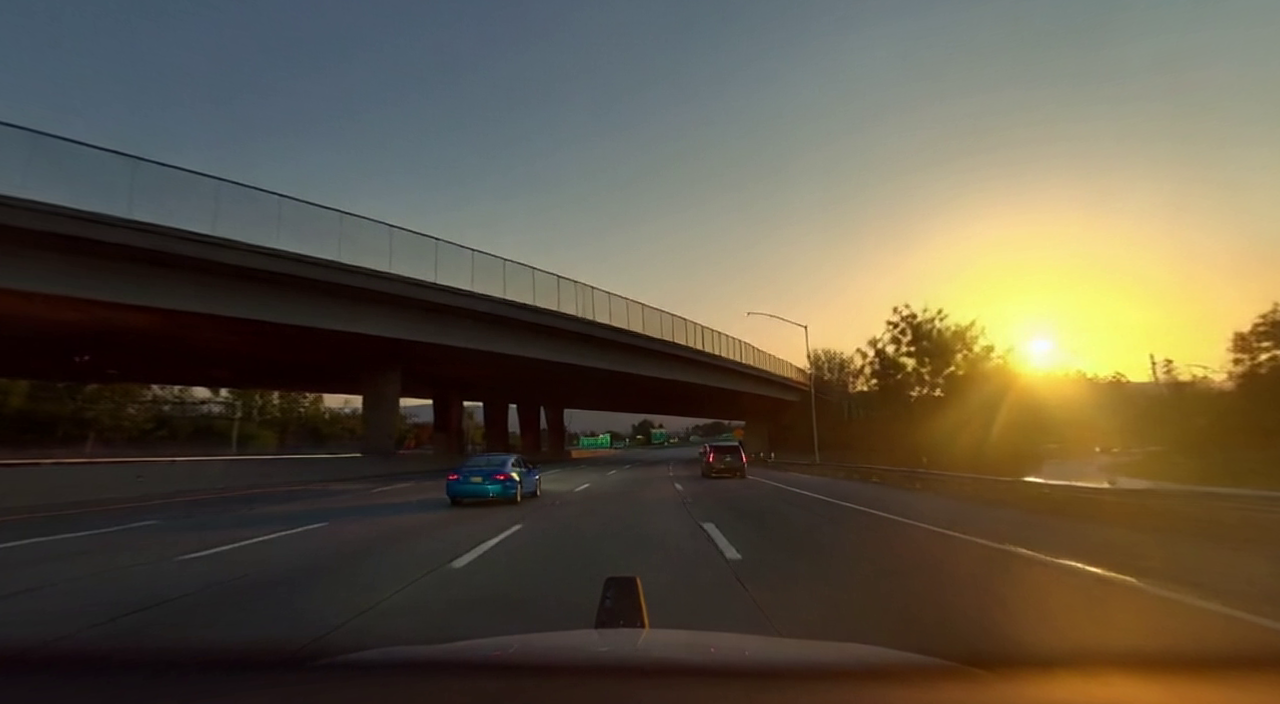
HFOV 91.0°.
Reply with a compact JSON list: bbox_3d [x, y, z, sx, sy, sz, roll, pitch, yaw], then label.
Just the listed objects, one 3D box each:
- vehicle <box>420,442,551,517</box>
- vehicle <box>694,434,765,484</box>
[{"bbox_3d":[-3.457,2.924,15.012,1.937,1.490,4.372,0,-9,1],"label":"vehicle"},{"bbox_3d":[3.524,4.313,25.681,2.225,1.833,4.340,0,-9,0],"label":"vehicle"}]
